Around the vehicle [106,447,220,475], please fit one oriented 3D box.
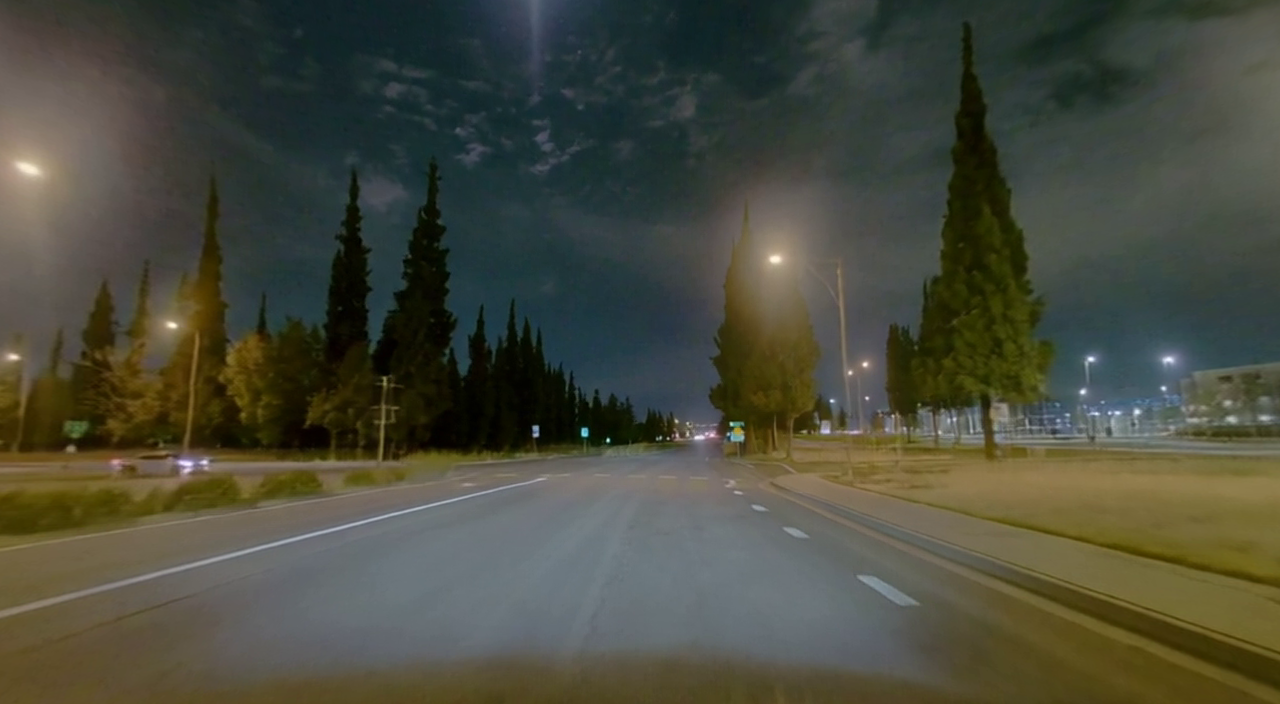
[{"bbox_3d":[-26.455,6.019,35.042,4.935,1.476,2.141,-2,-8,9],"label":"vehicle"}]
